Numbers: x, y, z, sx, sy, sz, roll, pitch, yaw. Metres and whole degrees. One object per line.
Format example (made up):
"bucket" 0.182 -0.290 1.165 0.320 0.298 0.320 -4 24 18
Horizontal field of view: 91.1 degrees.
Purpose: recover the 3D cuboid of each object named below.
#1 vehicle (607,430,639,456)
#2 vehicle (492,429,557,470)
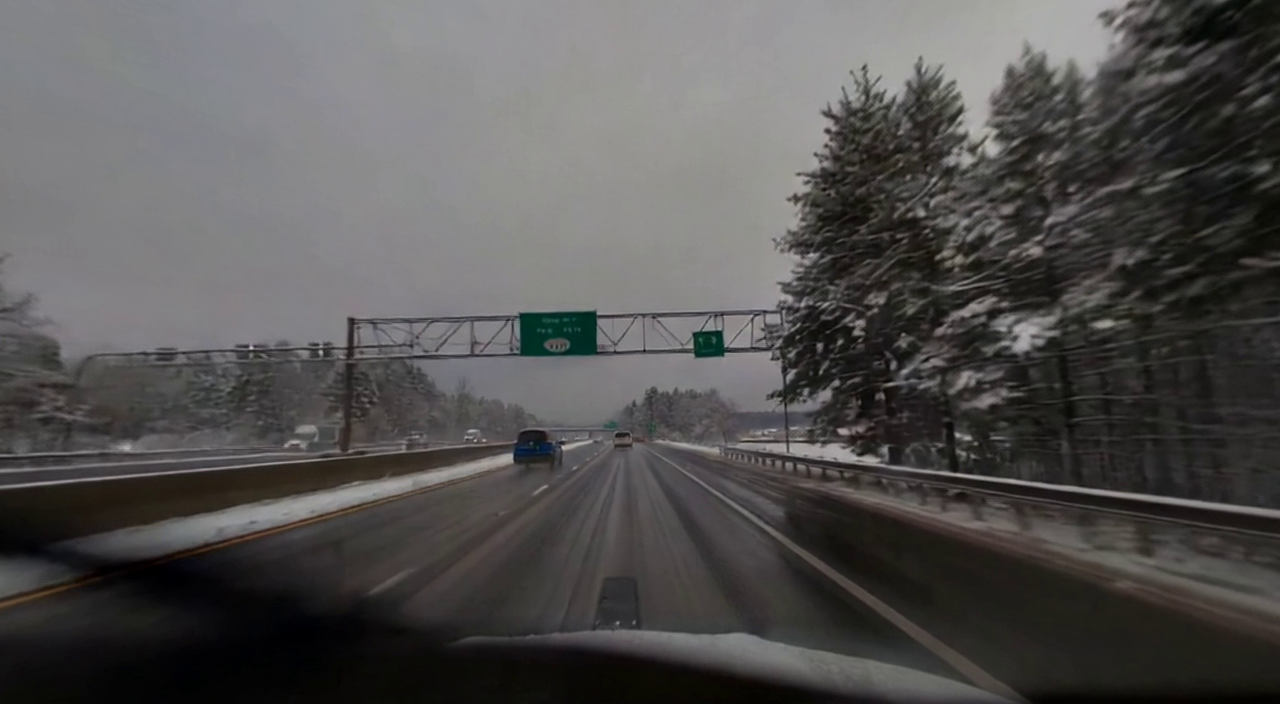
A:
"vehicle" -1.212 6.554 45.448 2.213 1.774 4.563 0 -8 -1
"vehicle" -4.944 4.227 27.491 2.062 1.622 4.153 0 -8 -1
